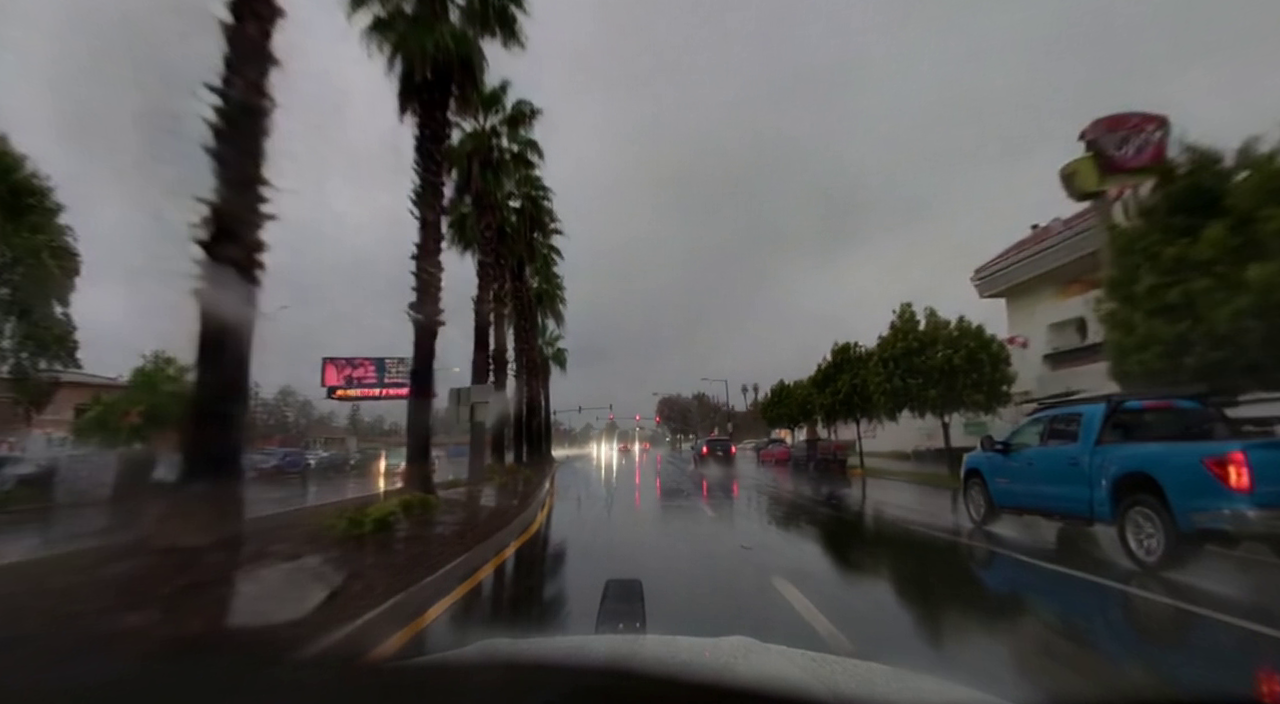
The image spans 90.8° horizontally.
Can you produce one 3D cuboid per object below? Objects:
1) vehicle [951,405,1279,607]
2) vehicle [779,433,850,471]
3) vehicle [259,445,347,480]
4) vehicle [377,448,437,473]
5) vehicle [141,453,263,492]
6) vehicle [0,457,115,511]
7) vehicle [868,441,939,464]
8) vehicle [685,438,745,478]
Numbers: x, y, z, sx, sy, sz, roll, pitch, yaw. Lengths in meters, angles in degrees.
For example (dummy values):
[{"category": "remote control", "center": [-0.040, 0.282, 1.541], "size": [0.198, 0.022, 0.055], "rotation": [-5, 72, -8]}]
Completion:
[{"category": "vehicle", "center": [6.198, 1.627, 7.590], "size": [2.140, 1.606, 5.437], "rotation": [0, -9, 0]}, {"category": "vehicle", "center": [10.238, 5.970, 37.709], "size": [2.417, 2.061, 5.980], "rotation": [0, -9, -1]}, {"category": "vehicle", "center": [-19.103, 6.263, 36.119], "size": [2.066, 1.825, 5.291], "rotation": [0, -9, 0]}, {"category": "vehicle", "center": [-15.632, 7.313, 42.715], "size": [2.174, 1.509, 4.958], "rotation": [-1, -9, 0]}, {"category": "vehicle", "center": [-19.396, 5.333, 28.337], "size": [1.871, 1.519, 5.002], "rotation": [0, -9, 0]}, {"category": "vehicle", "center": [-19.336, 4.043, 19.674], "size": [1.900, 1.481, 4.684], "rotation": [0, -9, 0]}, {"category": "vehicle", "center": [18.664, 7.169, 44.828], "size": [4.245, 1.481, 1.899], "rotation": [-9, -15, 39]}, {"category": "vehicle", "center": [3.148, 4.549, 27.257], "size": [1.889, 1.541, 4.303], "rotation": [1, -9, -2]}]
